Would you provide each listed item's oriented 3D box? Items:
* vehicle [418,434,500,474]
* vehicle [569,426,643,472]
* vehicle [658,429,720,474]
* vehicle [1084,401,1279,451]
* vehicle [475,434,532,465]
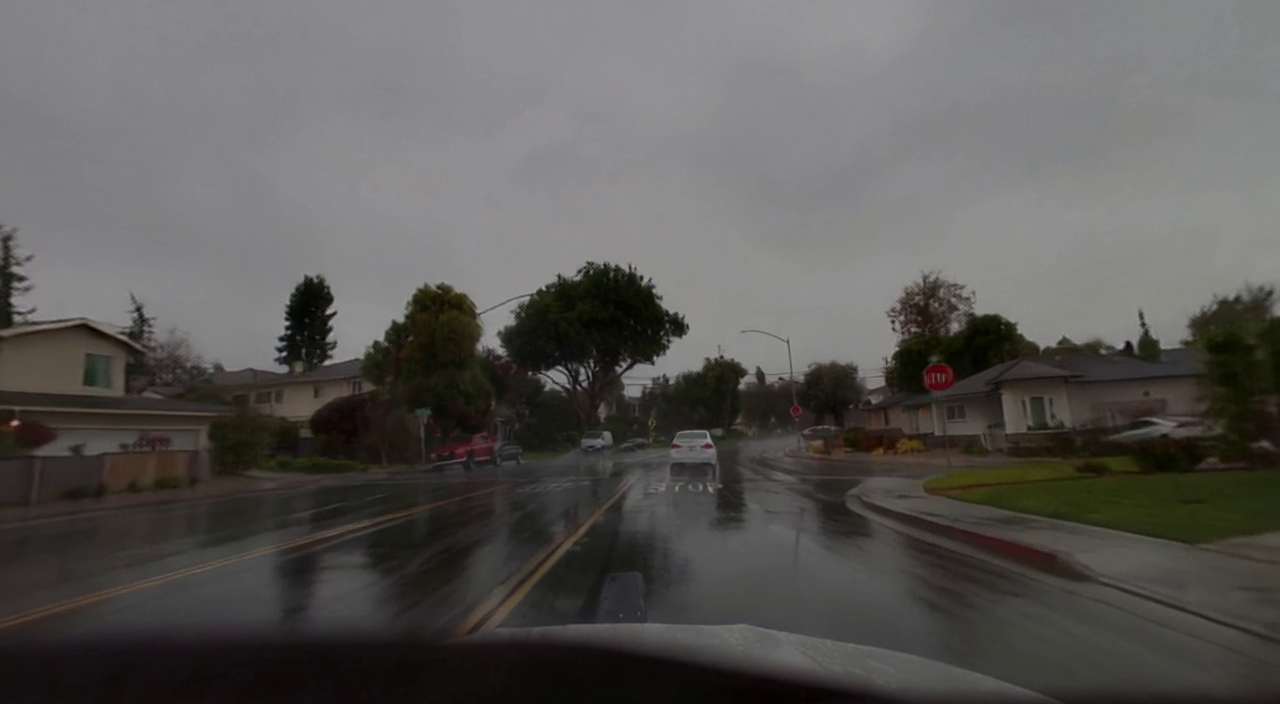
[{"bbox_3d":[-10.276,5.819,36.242,2.191,1.980,5.888,-5,-9,9],"label":"vehicle"},{"bbox_3d":[-1.280,3.943,25.761,2.178,1.695,4.339,-1,-9,8],"label":"vehicle"},{"bbox_3d":[1.893,3.627,23.098,1.955,1.459,4.383,-1,-9,8],"label":"vehicle"},{"bbox_3d":[19.813,2.810,23.292,4.989,1.564,2.007,-3,-12,13],"label":"vehicle"},{"bbox_3d":[-9.014,6.521,41.904,2.076,1.864,4.730,-4,-10,9],"label":"vehicle"}]
